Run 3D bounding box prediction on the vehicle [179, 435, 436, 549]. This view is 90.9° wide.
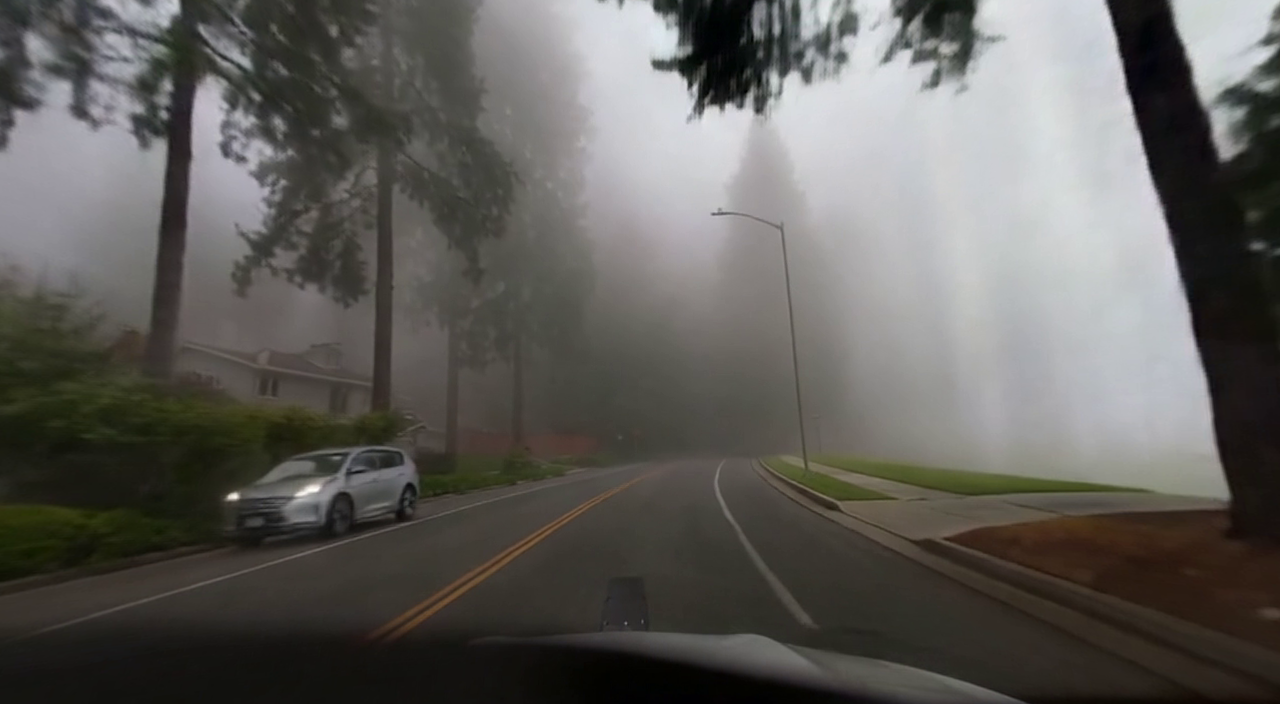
[{"bbox_3d":[-5.826,2.549,12.016,2.002,1.601,5.012,-3,-10,3],"label":"vehicle"}]
